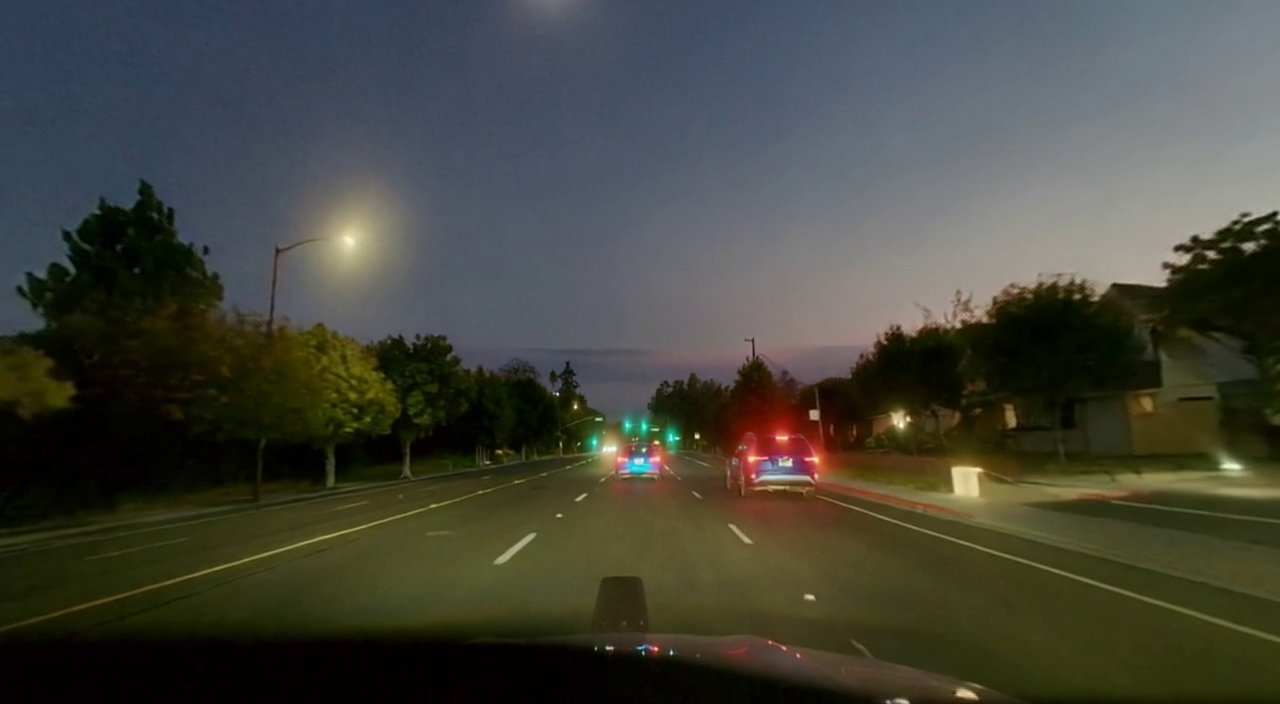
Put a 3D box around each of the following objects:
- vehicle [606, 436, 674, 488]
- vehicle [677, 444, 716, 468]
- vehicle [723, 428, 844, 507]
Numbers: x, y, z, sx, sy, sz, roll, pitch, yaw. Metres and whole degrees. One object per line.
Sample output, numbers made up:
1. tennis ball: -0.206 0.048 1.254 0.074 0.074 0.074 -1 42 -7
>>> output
1. vehicle: 0.012 3.878 22.589 2.200 1.653 4.127 0 -8 1
2. vehicle: 3.600 6.733 41.118 2.099 1.463 4.130 0 -9 -1
3. vehicle: 3.502 2.910 16.318 2.024 1.711 4.512 0 -8 0
